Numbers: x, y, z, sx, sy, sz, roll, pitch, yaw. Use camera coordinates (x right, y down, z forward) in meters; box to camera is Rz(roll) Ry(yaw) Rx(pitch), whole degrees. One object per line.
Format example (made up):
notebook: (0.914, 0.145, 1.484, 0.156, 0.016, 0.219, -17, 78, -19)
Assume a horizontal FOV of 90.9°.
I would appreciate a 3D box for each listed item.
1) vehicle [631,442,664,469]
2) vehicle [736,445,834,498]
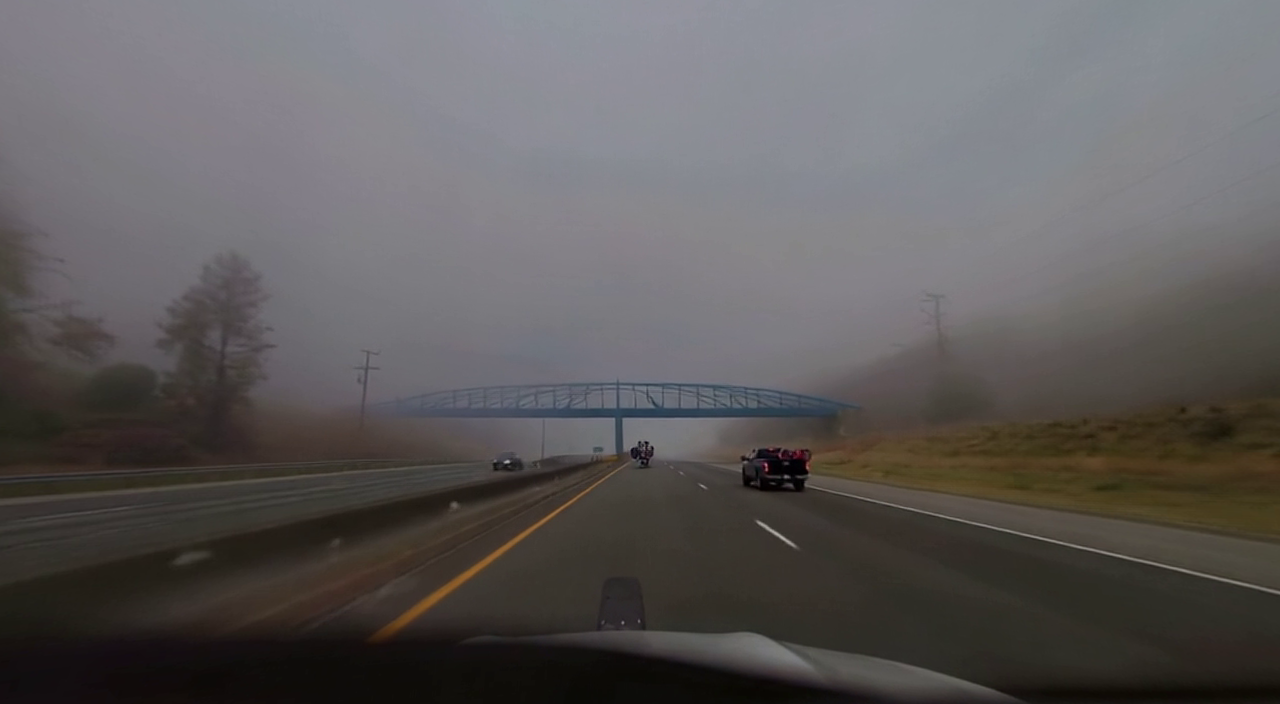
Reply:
vehicle: (0.621, 7.879, 48.228, 2.369, 1.948, 5.343, 0, -9, 2)
vehicle: (4.550, 3.822, 20.596, 1.988, 1.505, 4.958, 0, -9, 0)
